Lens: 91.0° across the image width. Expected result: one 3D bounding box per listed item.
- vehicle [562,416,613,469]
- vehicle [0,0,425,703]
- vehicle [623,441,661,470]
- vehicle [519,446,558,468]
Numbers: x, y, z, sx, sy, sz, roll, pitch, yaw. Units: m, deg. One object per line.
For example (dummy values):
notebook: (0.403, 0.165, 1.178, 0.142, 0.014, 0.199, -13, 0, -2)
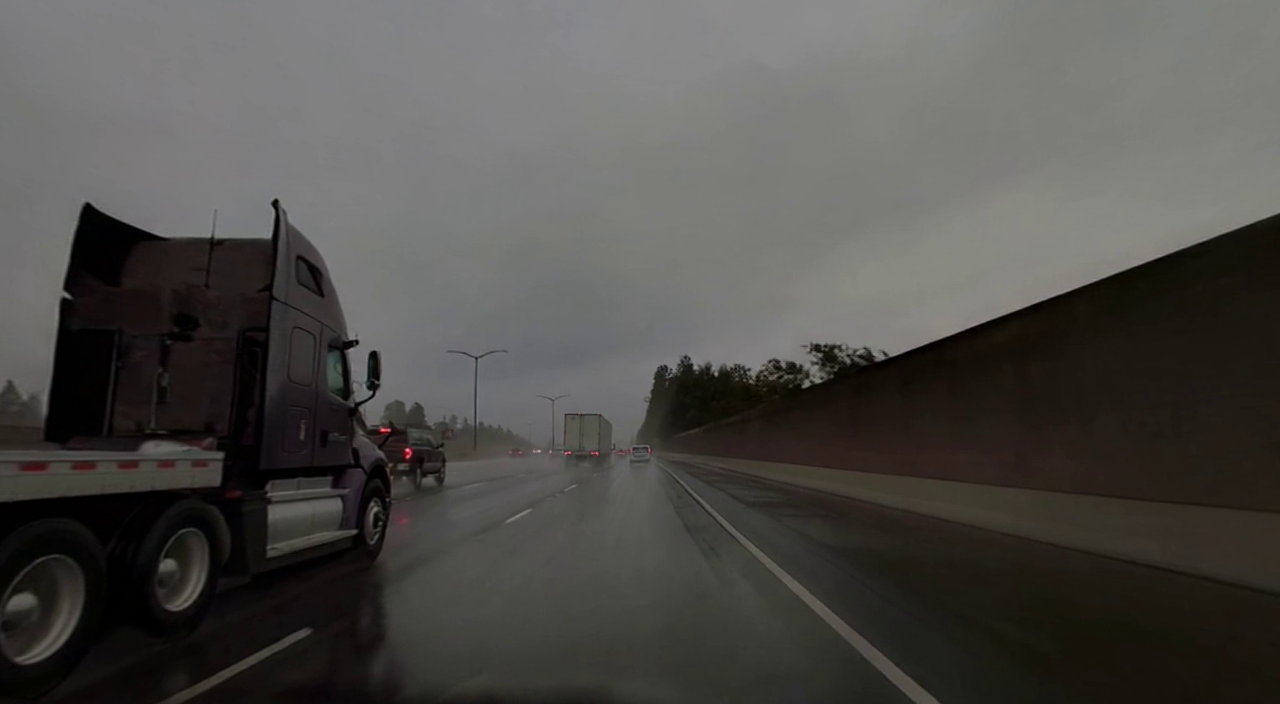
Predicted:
vehicle: (-3.546, 6.488, 44.857, 2.956, 3.331, 9.575, 0, -9, -1)
vehicle: (-3.669, 0.013, 1.307, 3.025, 3.266, 9.256, 0, -9, 1)
vehicle: (0.136, 6.219, 37.919, 2.178, 1.640, 4.071, 0, -9, 1)
vehicle: (-7.187, 7.455, 44.929, 1.962, 1.489, 4.002, 0, -9, 1)
